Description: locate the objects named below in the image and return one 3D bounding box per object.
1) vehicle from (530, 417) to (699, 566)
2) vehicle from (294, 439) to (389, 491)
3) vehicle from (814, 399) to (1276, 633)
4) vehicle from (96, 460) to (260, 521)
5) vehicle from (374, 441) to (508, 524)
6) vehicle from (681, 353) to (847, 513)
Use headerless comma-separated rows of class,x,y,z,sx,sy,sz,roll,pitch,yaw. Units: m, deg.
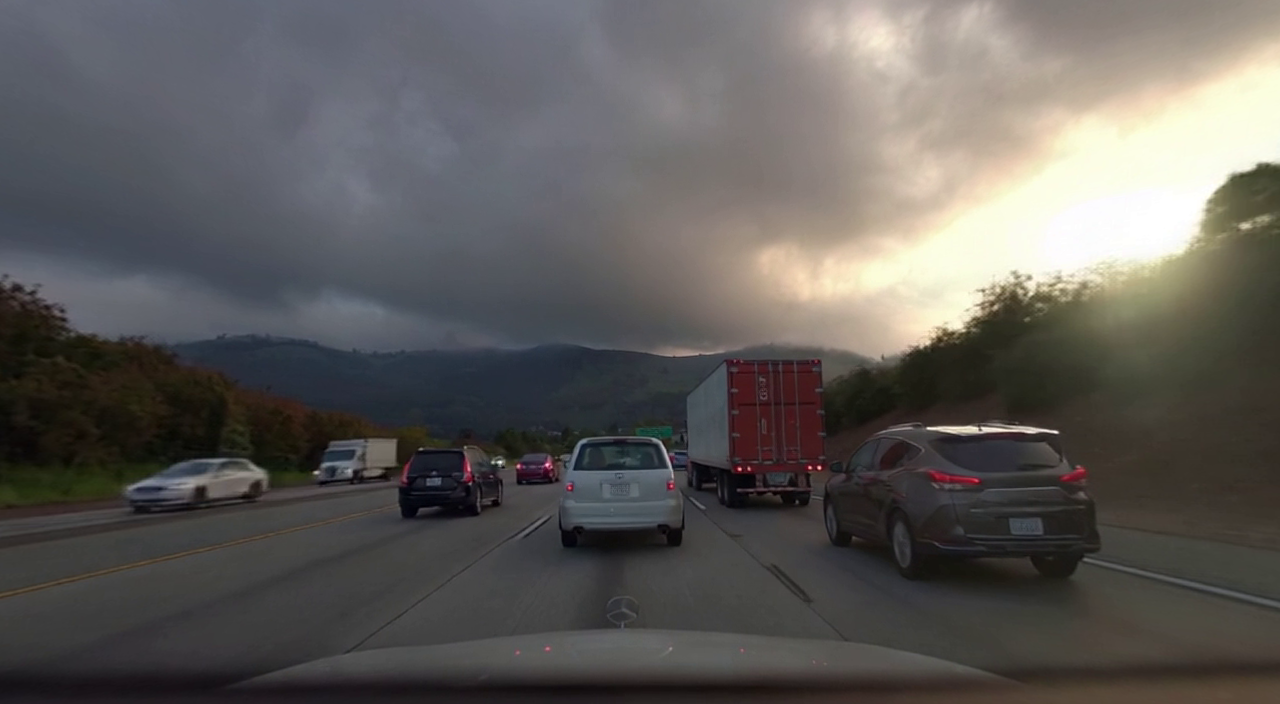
vehicle,-0.338,2.022,9.826,2.037,1.792,4.194,0,-9,-1
vehicle,-16.708,6.351,35.781,2.312,2.629,6.031,0,-9,1
vehicle,3.705,1.599,7.149,2.076,1.751,4.666,0,-9,0
vehicle,-12.507,3.739,17.389,1.756,1.423,3.590,0,-9,0
vehicle,-4.368,2.911,14.533,1.789,1.620,3.841,0,-9,1
vehicle,3.732,3.504,25.388,3.032,4.051,18.805,0,-9,0
